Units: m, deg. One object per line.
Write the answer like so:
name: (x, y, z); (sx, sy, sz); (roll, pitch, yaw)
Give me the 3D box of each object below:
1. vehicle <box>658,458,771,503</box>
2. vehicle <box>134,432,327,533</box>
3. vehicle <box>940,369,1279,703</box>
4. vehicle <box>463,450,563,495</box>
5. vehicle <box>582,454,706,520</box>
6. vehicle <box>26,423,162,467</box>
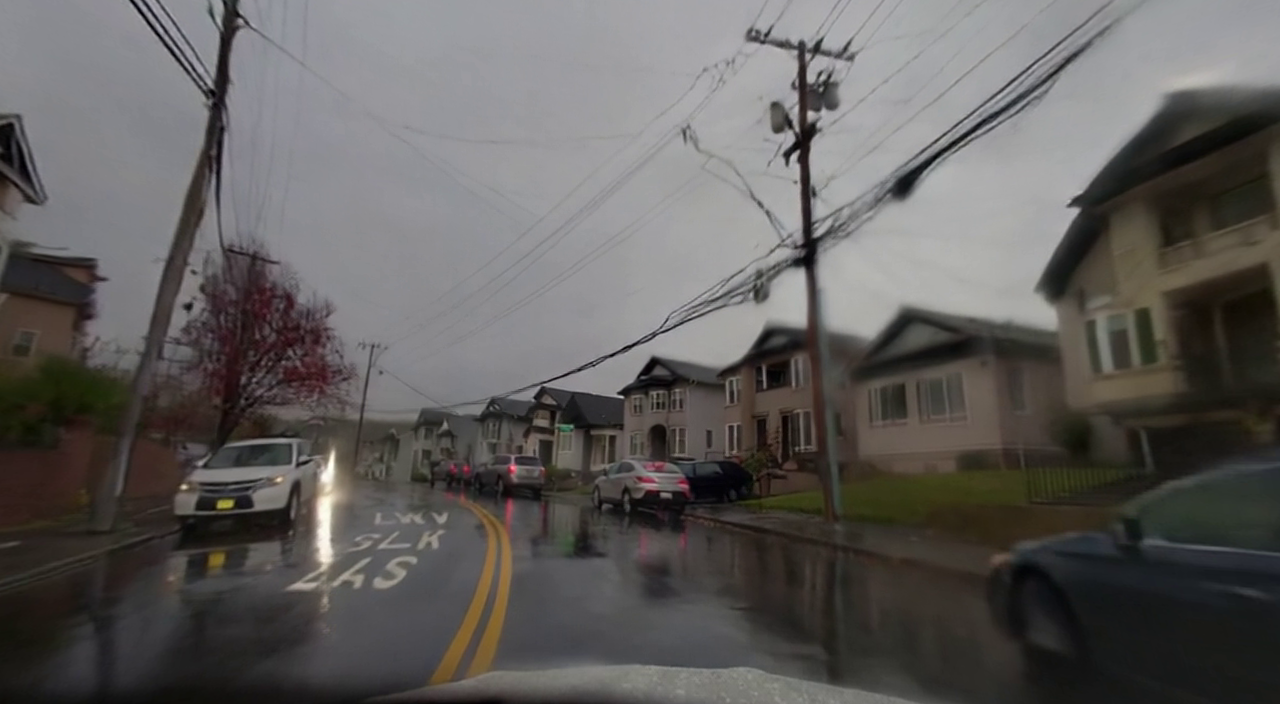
vehicle: (2.994, 5.075, 25.298); (4.163, 1.586, 2.023); (6, -10, -33)
vehicle: (-9.048, 2.972, 14.682); (2.378, 1.840, 5.389); (4, -11, -18)
vehicle: (3.489, 0.970, 2.619); (1.994, 1.682, 4.750); (3, -9, -3)
vehicle: (-6.190, 5.713, 30.249); (2.449, 1.869, 5.504); (11, -13, -35)
vehicle: (-0.048, 3.812, 18.330); (1.923, 1.531, 4.568); (8, -11, -21)
vehicle: (-22.923, 3.998, 26.676); (4.064, 1.569, 1.861); (9, -18, -40)
